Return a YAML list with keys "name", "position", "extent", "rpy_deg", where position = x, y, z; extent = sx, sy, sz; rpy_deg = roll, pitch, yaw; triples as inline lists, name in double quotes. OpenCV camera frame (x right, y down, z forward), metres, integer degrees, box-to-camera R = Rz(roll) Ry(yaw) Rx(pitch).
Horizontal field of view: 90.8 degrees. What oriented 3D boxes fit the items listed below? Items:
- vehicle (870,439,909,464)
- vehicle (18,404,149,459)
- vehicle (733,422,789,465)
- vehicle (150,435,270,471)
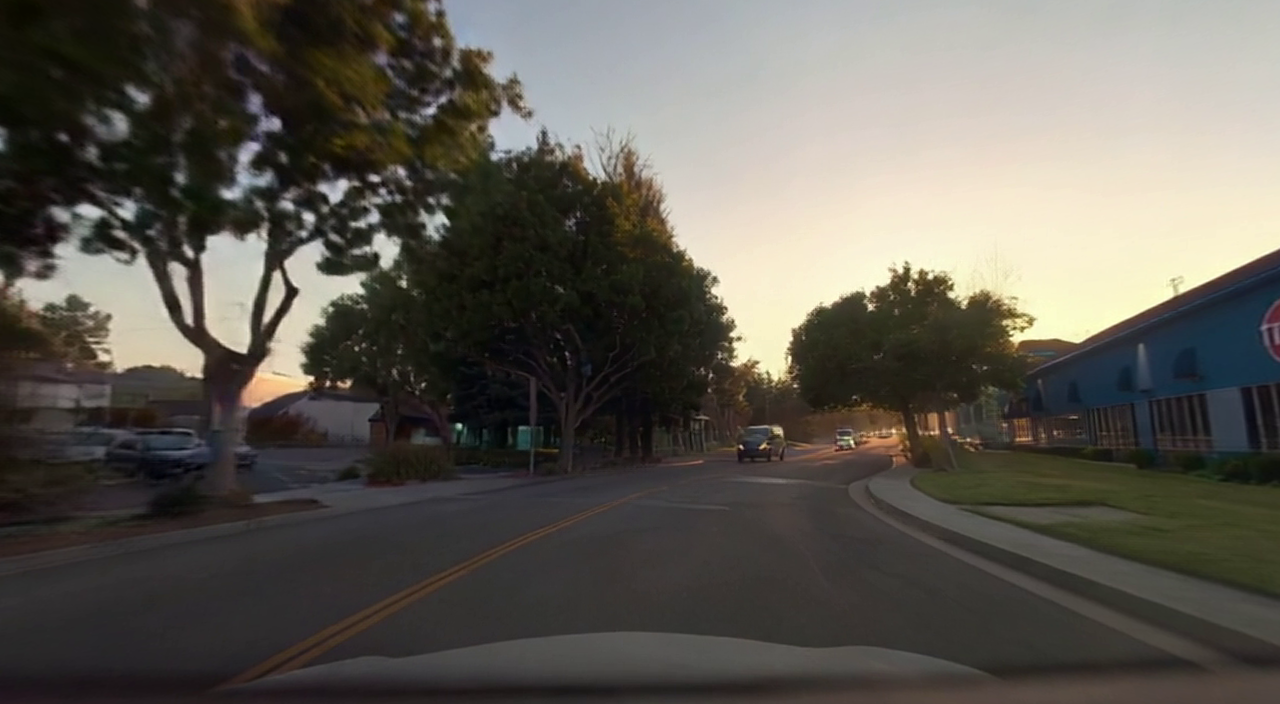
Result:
- name: "vehicle"
  position: [18.787, 7.475, 47.805]
  extent: [2.292, 1.767, 5.128]
  rpy_deg: [-3, -9, 17]
- name: "vehicle"
  position: [-28.786, 4.252, 33.033]
  extent: [2.576, 2.597, 5.438]
  rpy_deg: [1, -9, -12]
- name: "vehicle"
  position: [8.802, 6.559, 45.373]
  extent: [2.674, 2.815, 6.582]
  rpy_deg: [-4, -9, 21]
- name: "vehicle"
  position: [-21.261, 4.989, 31.465]
  extent: [4.410, 1.689, 1.974]
  rpy_deg: [2, -9, -13]
